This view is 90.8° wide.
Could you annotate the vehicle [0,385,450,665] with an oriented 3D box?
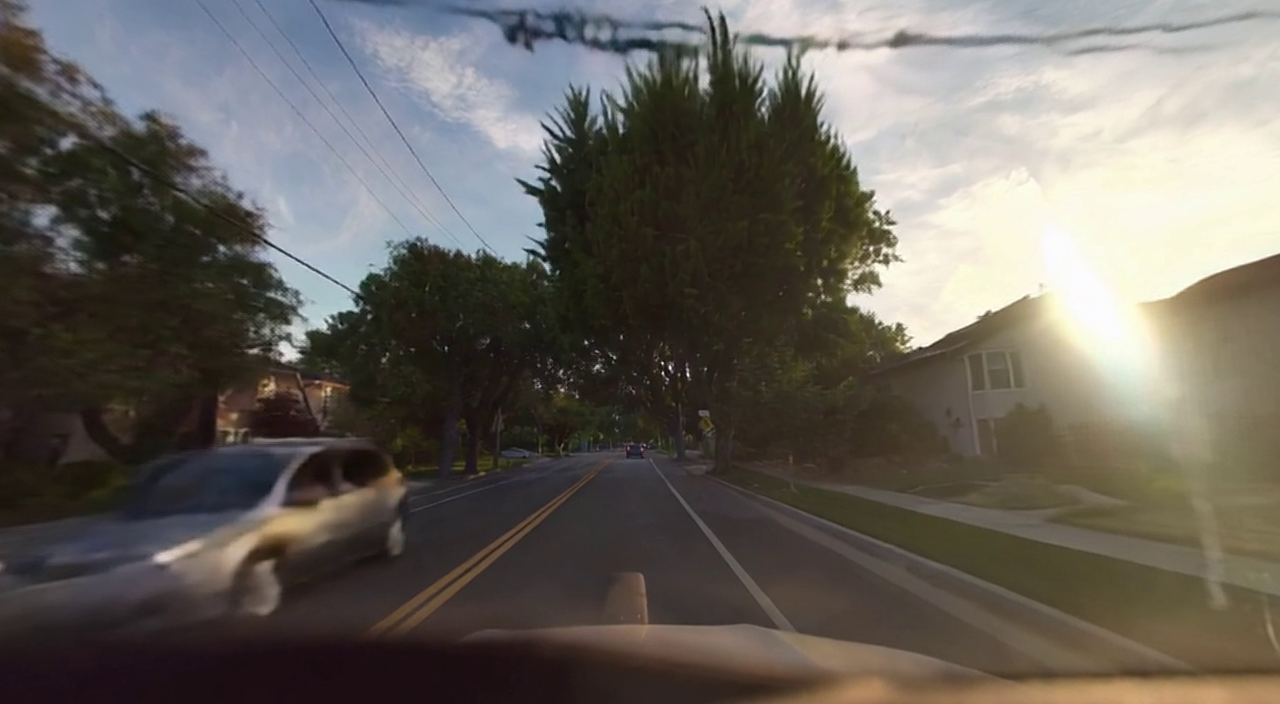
[{"bbox_3d":[-3.803,1.484,6.558,2.145,1.762,4.960,0,-9,-1],"label":"vehicle"}]
